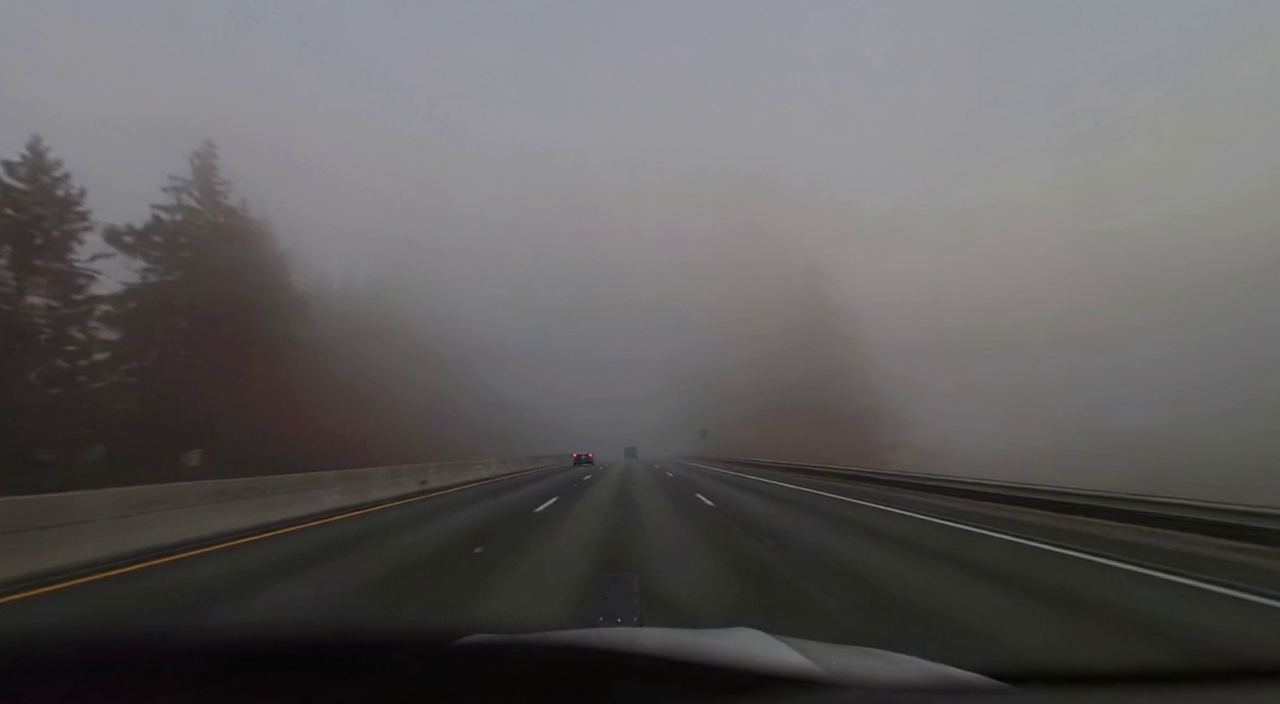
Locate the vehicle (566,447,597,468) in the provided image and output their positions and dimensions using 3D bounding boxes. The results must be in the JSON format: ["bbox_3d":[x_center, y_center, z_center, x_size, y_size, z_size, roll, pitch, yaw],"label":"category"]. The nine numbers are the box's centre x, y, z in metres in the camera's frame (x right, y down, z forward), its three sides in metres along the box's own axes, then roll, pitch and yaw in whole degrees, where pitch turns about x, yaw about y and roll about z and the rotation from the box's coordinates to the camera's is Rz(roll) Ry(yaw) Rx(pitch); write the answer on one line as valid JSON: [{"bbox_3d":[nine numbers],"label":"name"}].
[{"bbox_3d":[-4.357,7.942,47.486,1.970,1.492,3.944,0,-9,0],"label":"vehicle"}]
